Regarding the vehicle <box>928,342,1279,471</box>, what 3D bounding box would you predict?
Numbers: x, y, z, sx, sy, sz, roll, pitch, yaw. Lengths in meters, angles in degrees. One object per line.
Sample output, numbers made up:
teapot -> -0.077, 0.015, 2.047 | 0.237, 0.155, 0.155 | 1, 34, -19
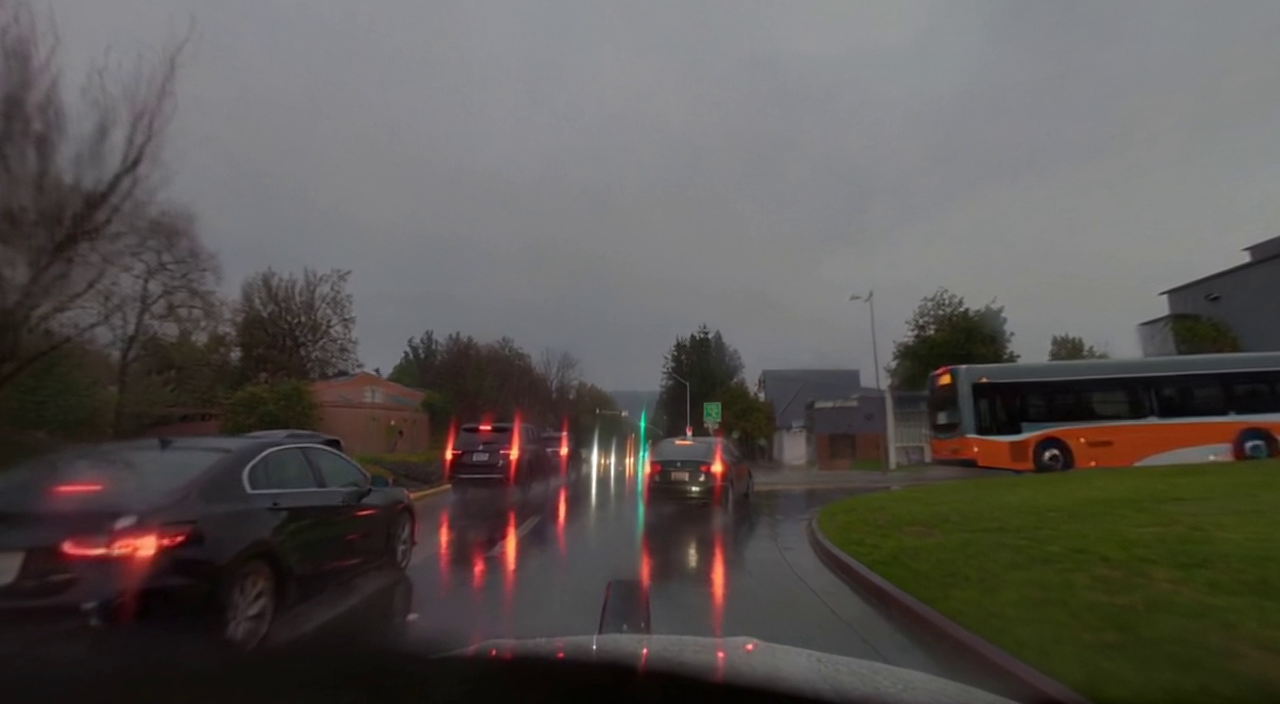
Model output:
vehicle -> 14.083, 1.668, 18.115 | 9.977, 3.303, 2.948 | -2, -8, 10

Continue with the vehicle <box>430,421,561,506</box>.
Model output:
vehicle -> -3.310, 2.657, 15.506 | 2.017, 1.761, 4.572 | 0, -8, 2

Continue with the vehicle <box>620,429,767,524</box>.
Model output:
vehicle -> 1.207, 2.270, 12.115 | 2.020, 1.478, 3.922 | -3, -8, 17

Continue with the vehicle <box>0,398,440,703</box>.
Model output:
vehicle -> -3.344, 1.219, 4.544 | 1.953, 1.480, 4.522 | -1, -8, 6
